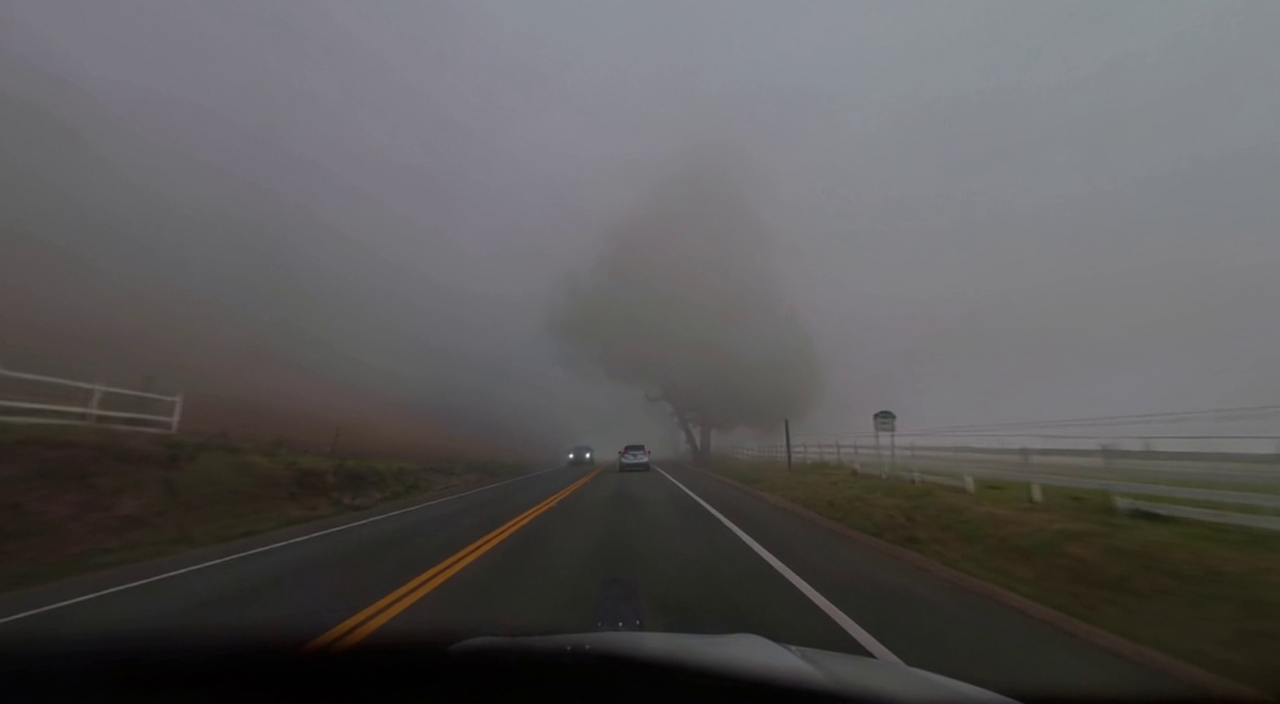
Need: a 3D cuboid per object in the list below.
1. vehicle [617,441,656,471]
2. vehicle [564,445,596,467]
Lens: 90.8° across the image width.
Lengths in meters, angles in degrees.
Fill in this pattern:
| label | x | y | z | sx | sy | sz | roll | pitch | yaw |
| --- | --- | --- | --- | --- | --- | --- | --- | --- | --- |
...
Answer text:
| label | x | y | z | sx | sy | sz | roll | pitch | yaw |
| --- | --- | --- | --- | --- | --- | --- | --- | --- | --- |
| vehicle | -0.207 | 6.124 | 37.289 | 2.158 | 1.669 | 4.006 | 0 | -9 | -1 |
| vehicle | -4.481 | 7.825 | 47.614 | 1.989 | 1.600 | 3.979 | 0 | -9 | 1 |
